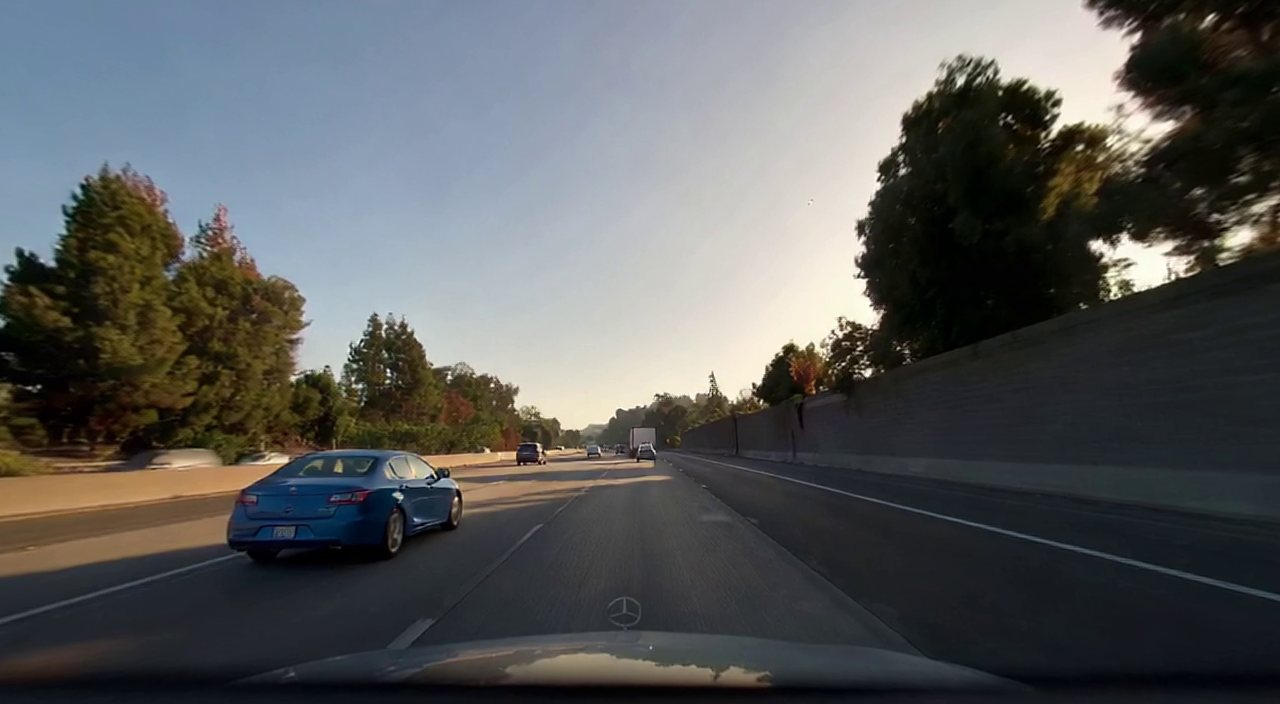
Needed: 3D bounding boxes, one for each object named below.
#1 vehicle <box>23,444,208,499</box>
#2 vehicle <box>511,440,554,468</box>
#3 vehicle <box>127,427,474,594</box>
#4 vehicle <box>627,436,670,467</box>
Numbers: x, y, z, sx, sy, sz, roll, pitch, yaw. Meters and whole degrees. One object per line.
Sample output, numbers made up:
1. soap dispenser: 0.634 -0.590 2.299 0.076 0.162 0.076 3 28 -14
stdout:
1. vehicle: -16.940 3.849 20.748 1.939 1.591 4.751 0 -9 1
2. vehicle: -7.248 6.912 42.793 2.068 1.757 4.611 0 -9 0
3. vehicle: -3.707 1.791 8.040 2.000 1.512 4.371 0 -9 0
4. vehicle: 0.501 7.007 44.461 2.856 1.994 4.931 0 -9 -1
